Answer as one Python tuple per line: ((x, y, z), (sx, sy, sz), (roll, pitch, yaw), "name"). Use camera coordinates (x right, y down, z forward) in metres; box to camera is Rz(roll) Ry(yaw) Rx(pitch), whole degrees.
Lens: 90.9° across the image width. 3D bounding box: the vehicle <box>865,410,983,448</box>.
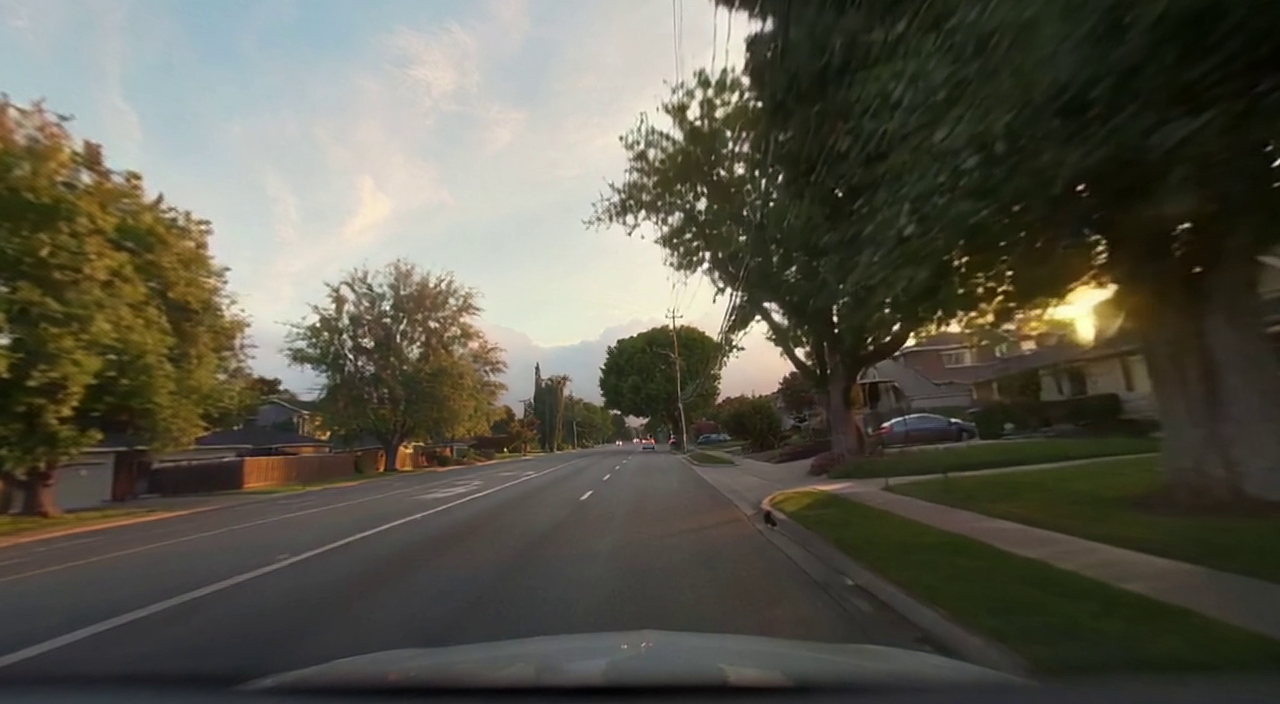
((11.683, 3.206, 26.101), (3.992, 1.486, 1.727), (-1, -8, 1), "vehicle")
